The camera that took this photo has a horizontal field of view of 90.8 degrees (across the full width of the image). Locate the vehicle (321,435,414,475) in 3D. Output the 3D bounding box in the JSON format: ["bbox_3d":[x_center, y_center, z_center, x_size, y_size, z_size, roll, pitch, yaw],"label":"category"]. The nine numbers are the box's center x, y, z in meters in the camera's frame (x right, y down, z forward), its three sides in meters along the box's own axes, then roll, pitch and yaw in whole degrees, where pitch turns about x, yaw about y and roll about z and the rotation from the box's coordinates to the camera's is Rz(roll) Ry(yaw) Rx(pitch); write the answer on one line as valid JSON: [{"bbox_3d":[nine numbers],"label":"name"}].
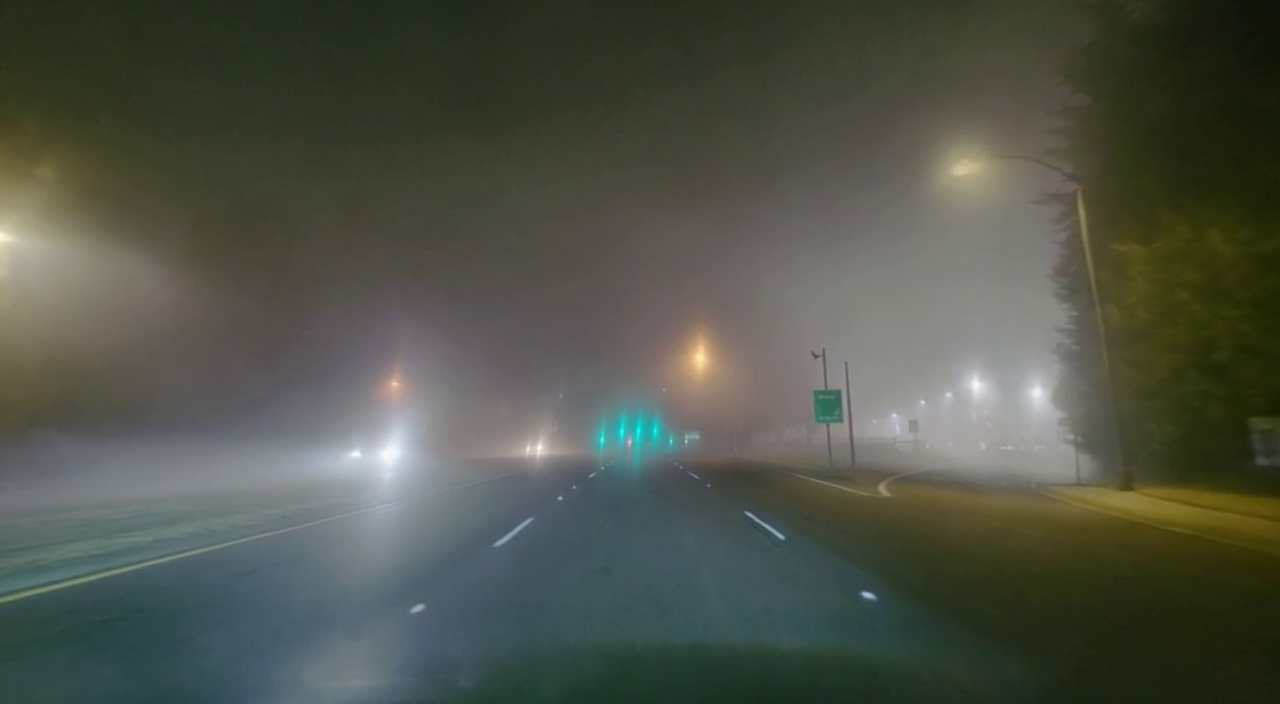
[{"bbox_3d":[-12.951,4.931,30.471,2.156,1.728,4.968,0,-8,2],"label":"vehicle"}]
